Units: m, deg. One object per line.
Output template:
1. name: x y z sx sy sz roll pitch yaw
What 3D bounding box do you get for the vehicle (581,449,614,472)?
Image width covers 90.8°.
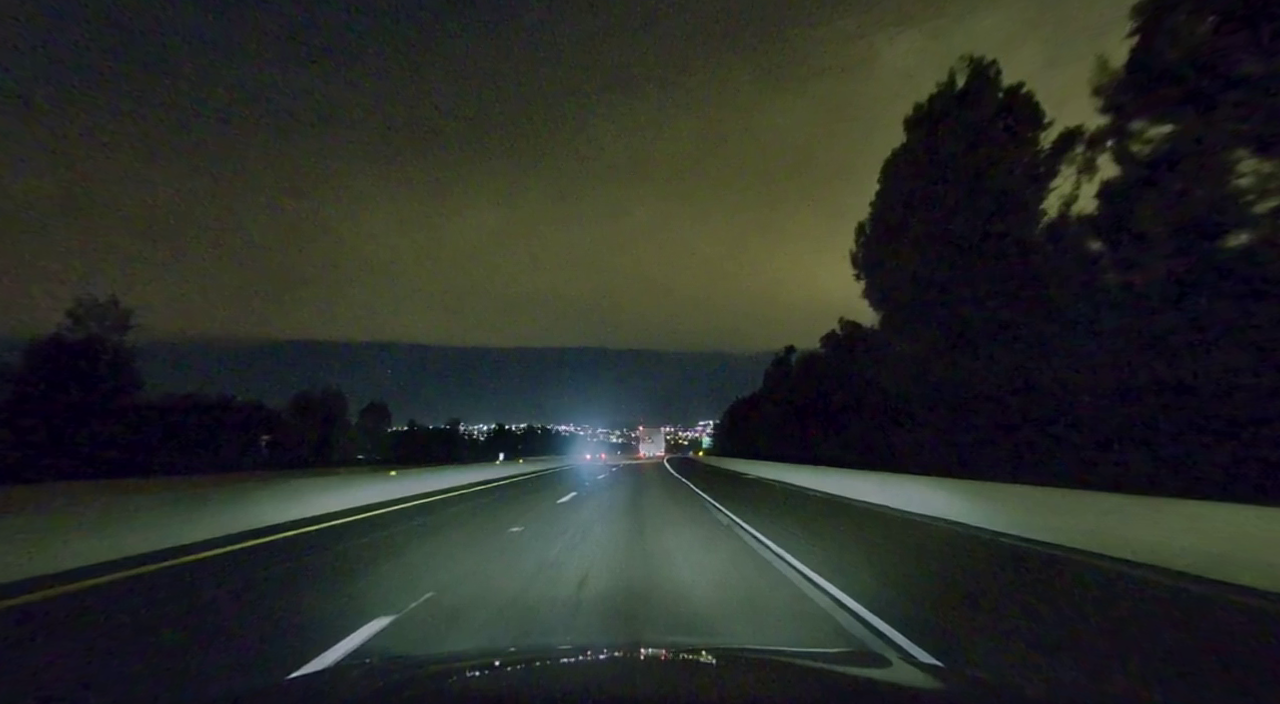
1. vehicle: -3.141 8.200 47.854 2.022 1.604 5.032 0 -9 1

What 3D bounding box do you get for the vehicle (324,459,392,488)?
1. vehicle: -16.799 7.202 37.802 1.935 1.555 4.517 0 -9 0
